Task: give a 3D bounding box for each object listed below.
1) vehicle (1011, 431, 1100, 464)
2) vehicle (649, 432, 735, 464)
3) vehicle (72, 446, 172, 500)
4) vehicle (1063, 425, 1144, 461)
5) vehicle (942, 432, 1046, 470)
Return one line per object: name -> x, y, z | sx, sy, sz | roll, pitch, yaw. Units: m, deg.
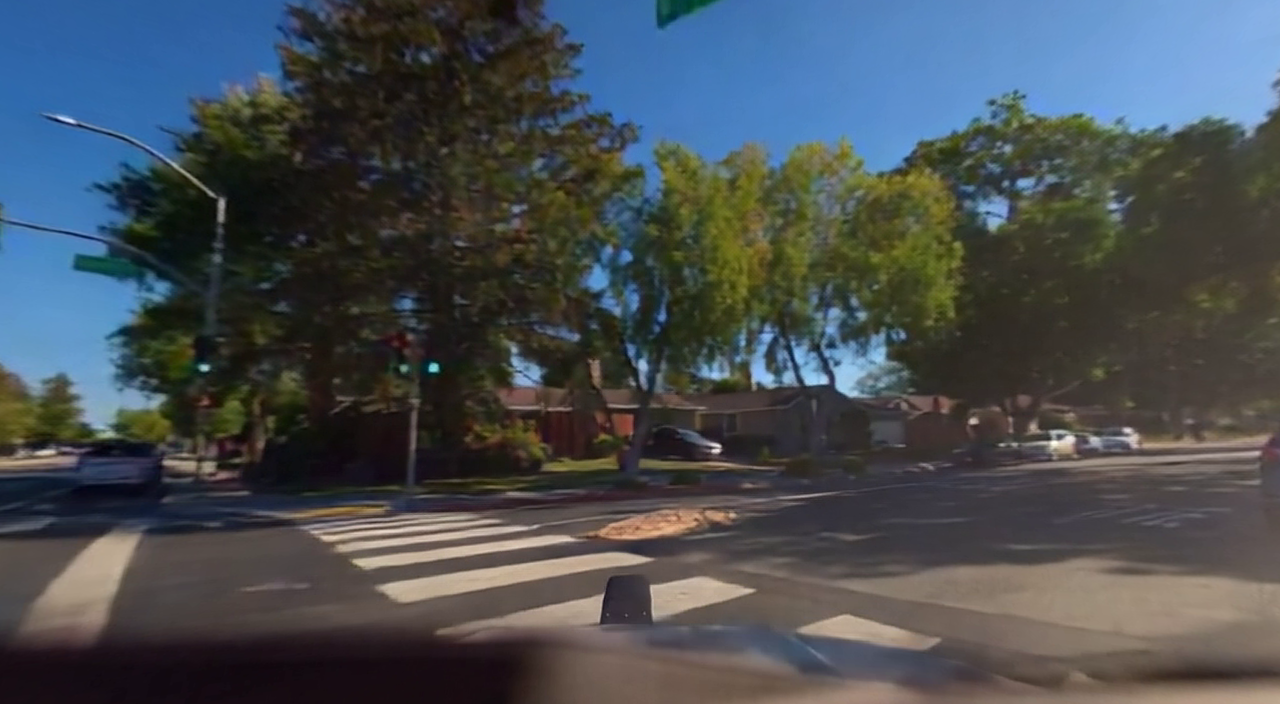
vehicle -> 20.007, 4.606, 30.305 | 4.518, 1.477, 1.948 | 6, -12, -36
vehicle -> 2.669, 5.115, 33.653 | 2.028, 1.595, 4.554 | 6, -11, -36
vehicle -> -16.402, 3.794, 20.190 | 2.149, 1.507, 4.160 | 6, -11, -36
vehicle -> 24.889, 4.894, 33.805 | 4.528, 1.755, 1.973 | 6, -11, -35
vehicle -> 15.030, 4.190, 26.700 | 4.671, 1.470, 1.963 | 6, -12, -36
